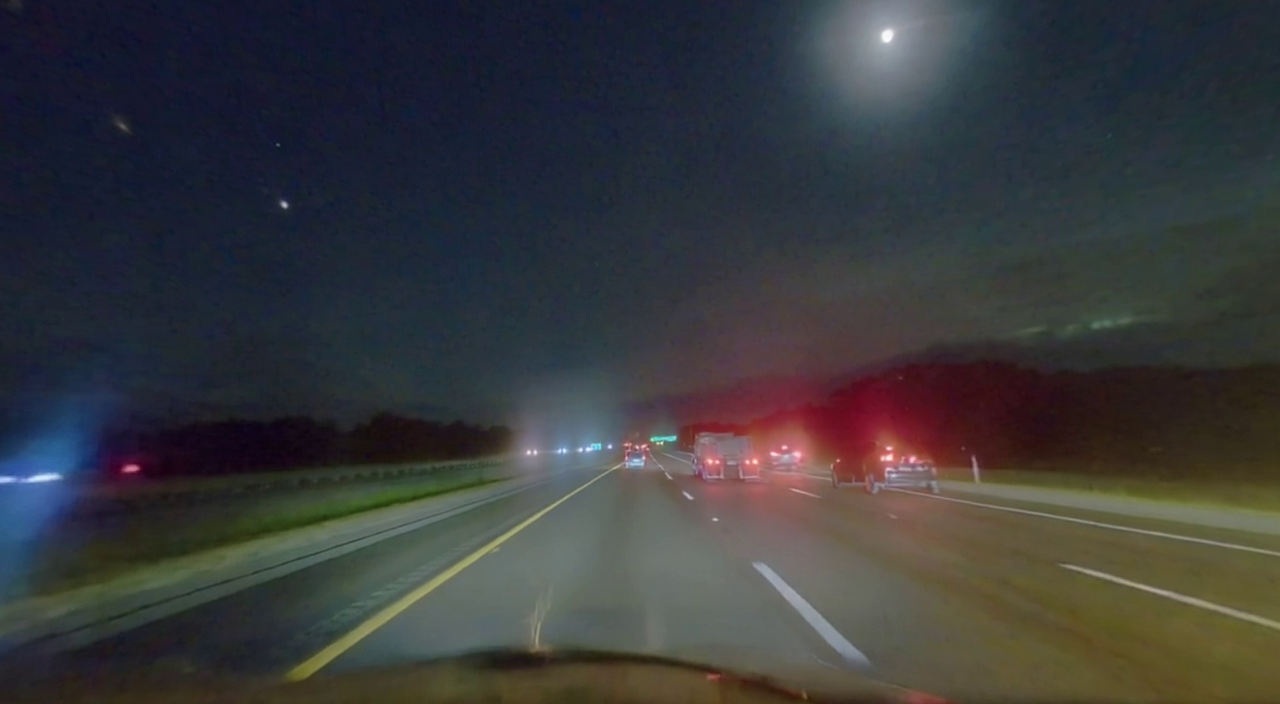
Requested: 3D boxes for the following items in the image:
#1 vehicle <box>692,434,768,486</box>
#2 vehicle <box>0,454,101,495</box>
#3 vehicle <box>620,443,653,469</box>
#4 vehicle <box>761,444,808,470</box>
[{"bbox_3d":[3.405,4.227,24.860,2.269,1.839,4.554,1,-9,-1],"label":"vehicle"},{"bbox_3d":[-25.600,5.068,26.333,1.896,1.549,4.654,0,-9,1],"label":"vehicle"},{"bbox_3d":[-0.214,7.120,43.044,2.142,1.664,4.076,0,-9,0],"label":"vehicle"},{"bbox_3d":[10.610,7.745,46.589,2.161,1.824,4.876,1,-9,-1],"label":"vehicle"}]
